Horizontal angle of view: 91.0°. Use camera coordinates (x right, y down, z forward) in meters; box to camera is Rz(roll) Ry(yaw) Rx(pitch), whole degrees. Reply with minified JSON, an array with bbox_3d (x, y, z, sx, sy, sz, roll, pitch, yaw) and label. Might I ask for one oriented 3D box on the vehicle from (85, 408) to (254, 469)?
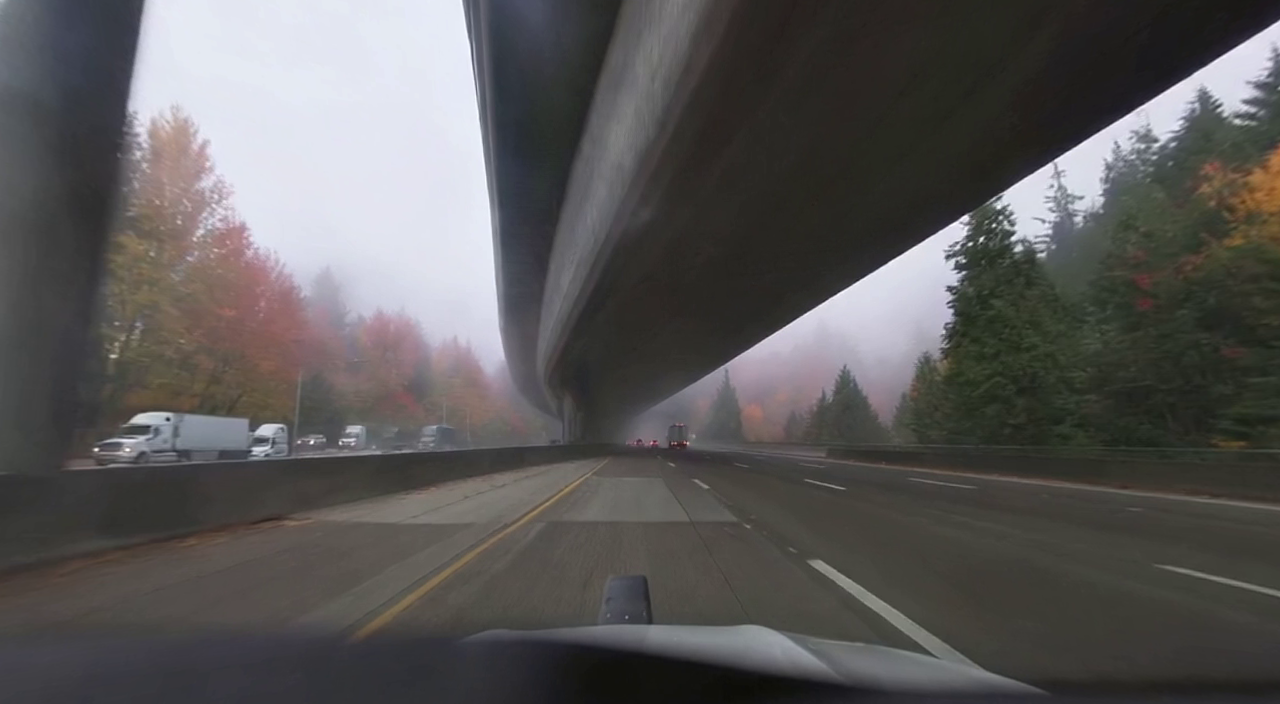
[{"bbox_3d":[-31.797,6.040,43.544,2.923,3.656,11.414,0,-8,-1],"label":"vehicle"}]
